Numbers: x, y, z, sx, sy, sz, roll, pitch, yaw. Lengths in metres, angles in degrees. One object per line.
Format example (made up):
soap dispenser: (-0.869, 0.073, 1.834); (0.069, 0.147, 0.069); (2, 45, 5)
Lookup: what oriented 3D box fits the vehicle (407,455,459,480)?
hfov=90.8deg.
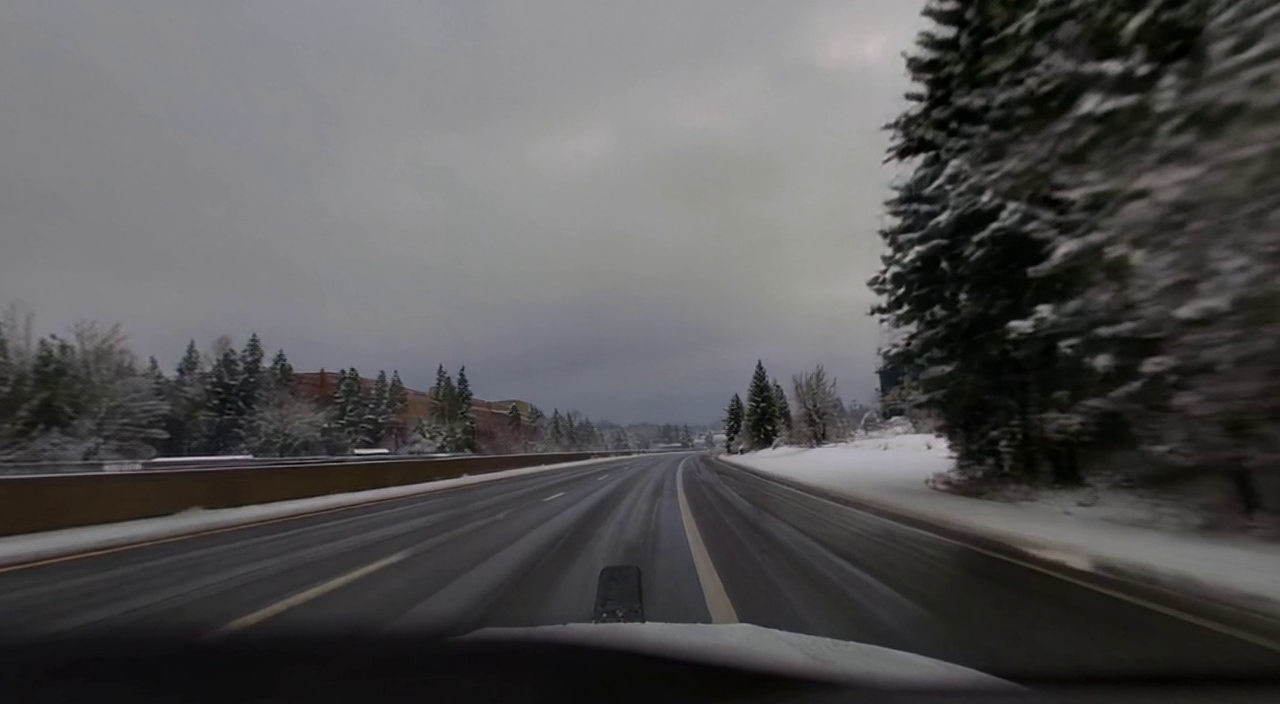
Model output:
vehicle: (-12.791, 7.160, 39.207); (1.748, 1.438, 3.656); (-1, -9, 4)
